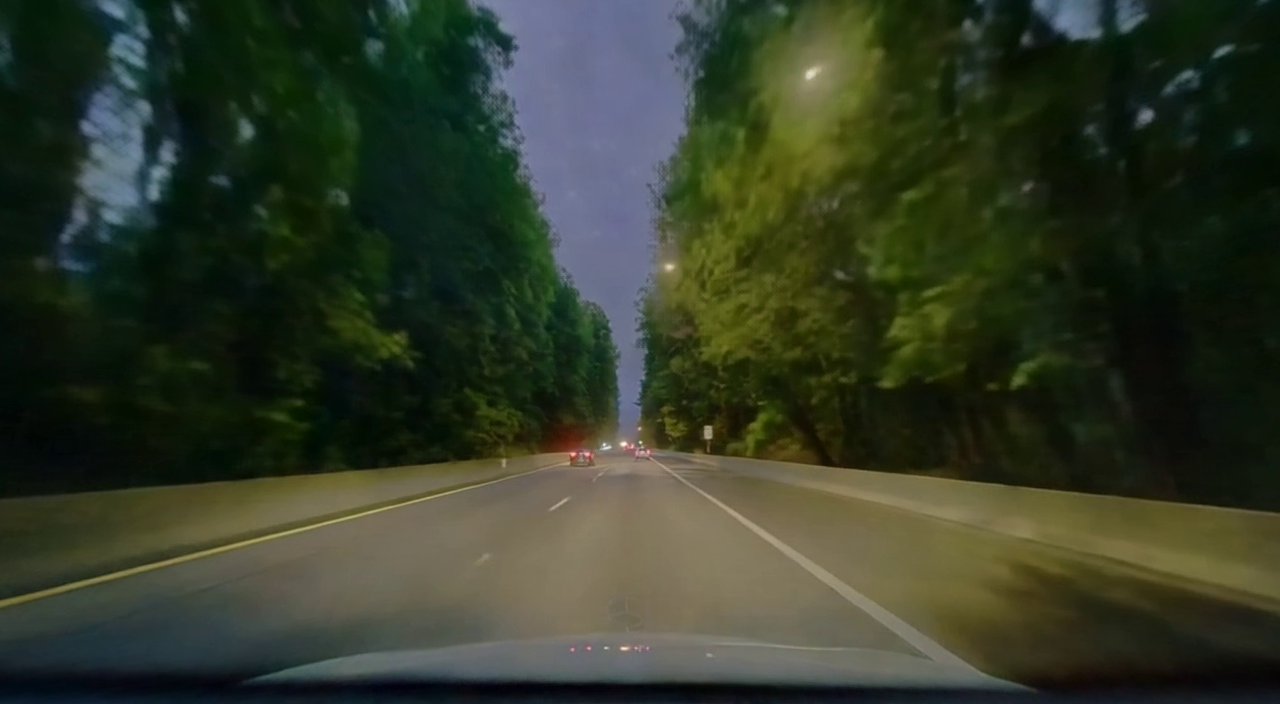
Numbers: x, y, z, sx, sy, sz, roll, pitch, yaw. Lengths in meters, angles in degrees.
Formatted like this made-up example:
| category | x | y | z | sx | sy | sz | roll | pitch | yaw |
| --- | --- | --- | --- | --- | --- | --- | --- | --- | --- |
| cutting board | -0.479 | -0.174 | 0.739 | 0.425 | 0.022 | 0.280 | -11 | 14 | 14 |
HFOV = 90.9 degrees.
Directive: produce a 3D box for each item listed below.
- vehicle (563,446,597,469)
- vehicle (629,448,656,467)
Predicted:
| category | x | y | z | sx | sy | sz | roll | pitch | yaw |
| --- | --- | --- | --- | --- | --- | --- | --- | --- | --- |
| vehicle | -4.229 | 7.531 | 45.087 | 2.112 | 1.498 | 4.117 | 0 | -9 | 0 |
| vehicle | 0.198 | 8.176 | 49.087 | 1.989 | 1.402 | 3.831 | 0 | -9 | 0 |
